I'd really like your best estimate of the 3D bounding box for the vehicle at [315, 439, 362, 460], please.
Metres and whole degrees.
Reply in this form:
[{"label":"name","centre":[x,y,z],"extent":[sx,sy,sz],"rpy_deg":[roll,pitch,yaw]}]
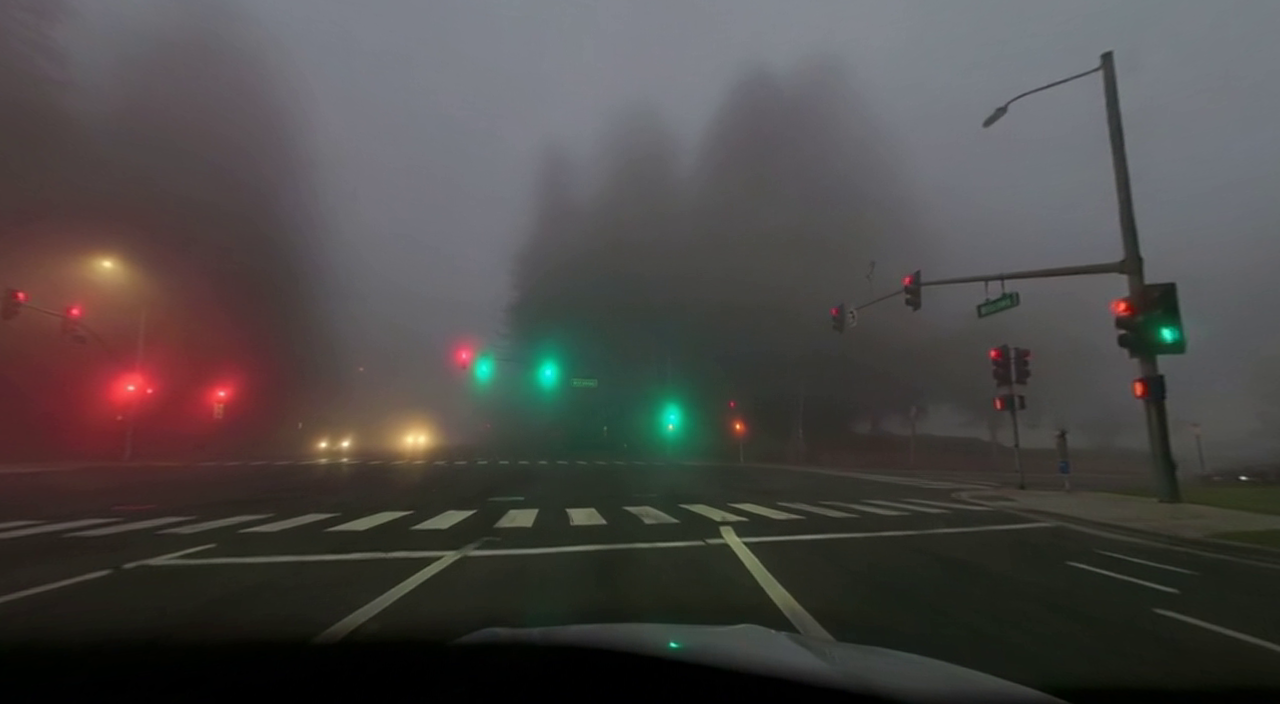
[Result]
[{"label":"vehicle","centre":[-21.966,7.099,46.203],"extent":[1.918,1.432,4.433],"rpy_deg":[1,-9,-10]}]
